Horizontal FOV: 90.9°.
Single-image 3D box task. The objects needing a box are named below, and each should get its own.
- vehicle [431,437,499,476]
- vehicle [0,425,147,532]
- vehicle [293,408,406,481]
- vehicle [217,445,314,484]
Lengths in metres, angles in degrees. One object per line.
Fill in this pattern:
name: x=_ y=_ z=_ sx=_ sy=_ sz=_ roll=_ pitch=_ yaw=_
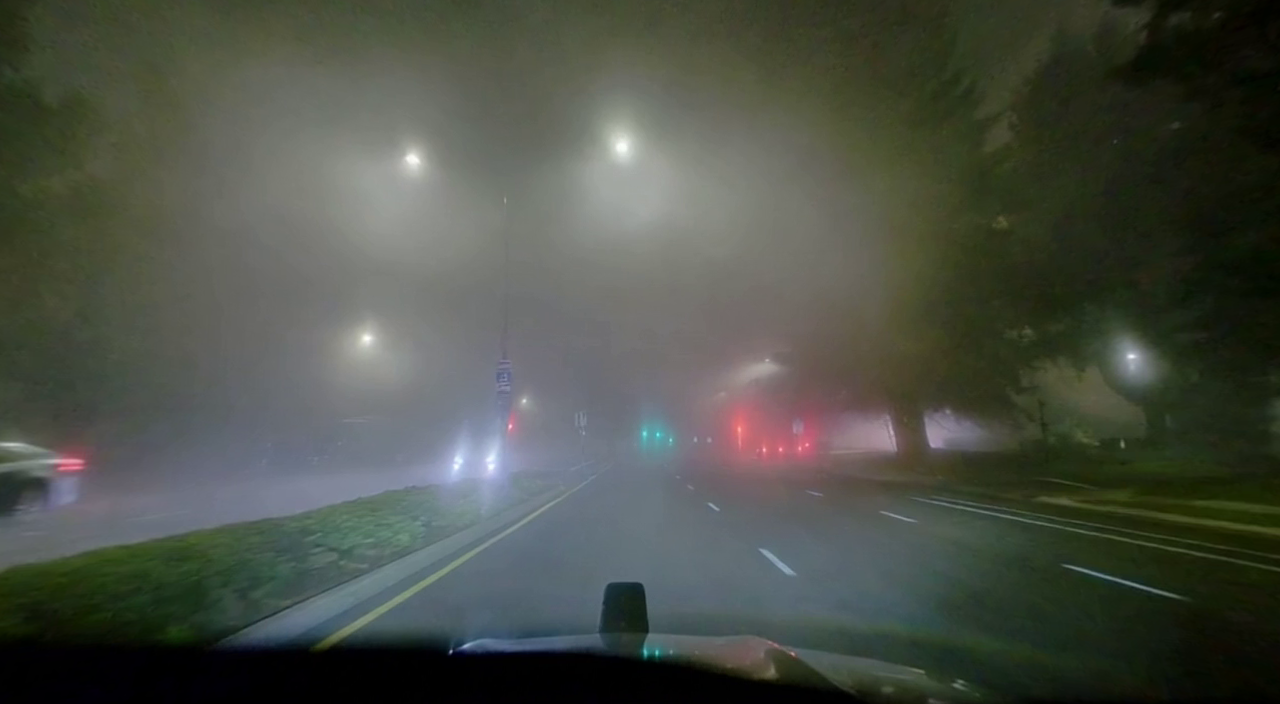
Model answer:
vehicle: x=-8.056 y=4.841 z=29.466 sx=1.903 sy=1.644 sz=4.182 roll=0 pitch=-8 yaw=1
vehicle: x=-11.631 y=2.183 z=10.994 sx=2.092 sy=1.746 sz=4.831 roll=0 pitch=-8 yaw=0
vehicle: x=-17.558 y=5.666 z=38.891 sx=3.028 sy=3.724 sz=9.001 roll=-4 pitch=-8 yaw=-2
vehicle: x=-18.020 y=5.399 z=30.632 sx=1.951 sy=1.705 sz=4.480 roll=0 pitch=-8 yaw=0
